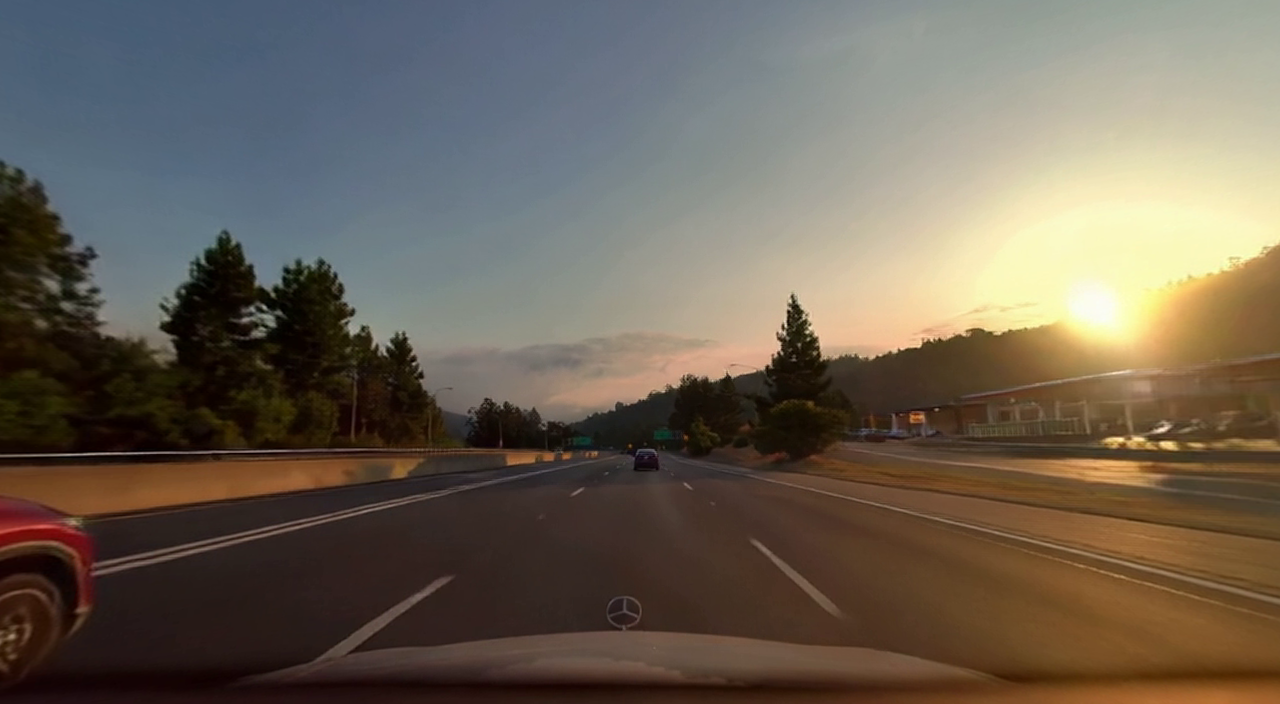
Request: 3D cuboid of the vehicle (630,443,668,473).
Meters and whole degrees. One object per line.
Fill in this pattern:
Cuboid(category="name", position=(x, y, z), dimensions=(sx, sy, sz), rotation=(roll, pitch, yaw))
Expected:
Cuboid(category="vehicle", position=(0.514, 6.299, 37.582), dimensions=(2.087, 1.682, 4.388), rotation=(0, -9, 0))

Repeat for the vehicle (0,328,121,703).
Cuboid(category="vehicle", position=(-3.915, 0.534, 1.033), dimensions=(2.139, 1.804, 4.611), rotation=(0, -9, 0))
